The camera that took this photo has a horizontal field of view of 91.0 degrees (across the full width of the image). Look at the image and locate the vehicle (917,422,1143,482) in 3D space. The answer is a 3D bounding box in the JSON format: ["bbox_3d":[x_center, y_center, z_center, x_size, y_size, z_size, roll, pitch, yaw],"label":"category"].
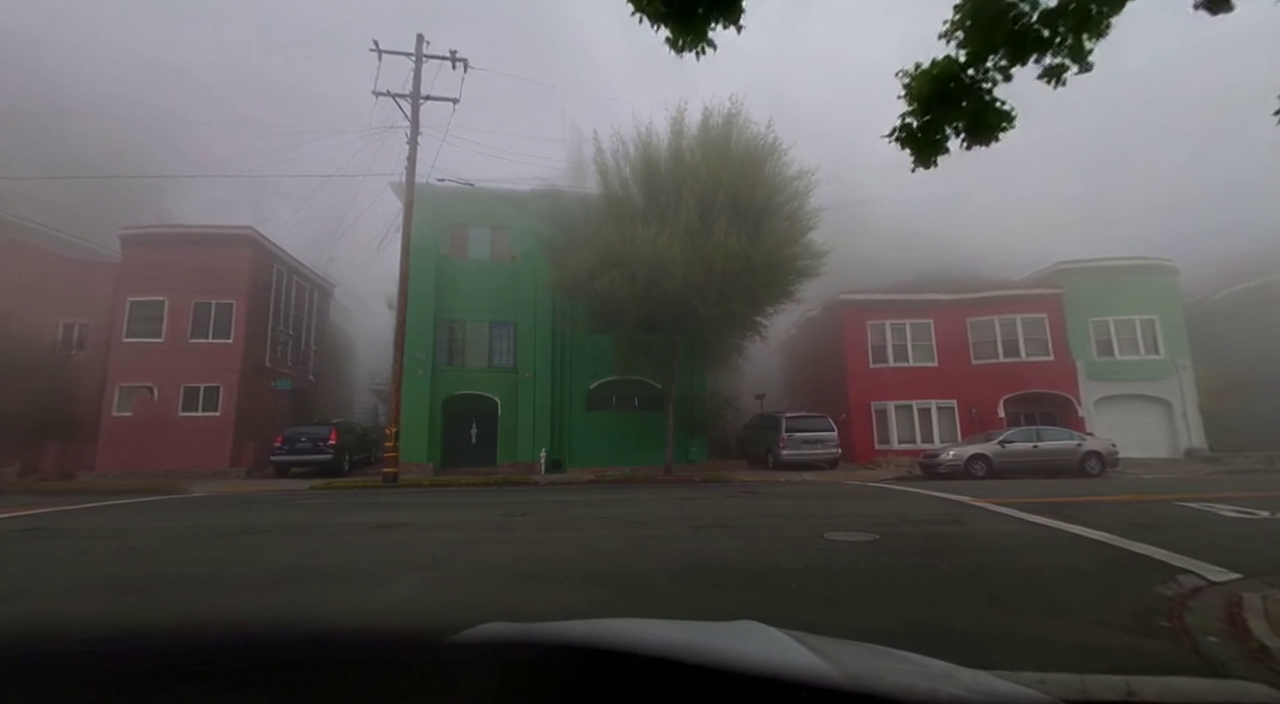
[{"bbox_3d":[10.191,2.655,16.753,4.644,1.482,1.997,0,-9,0],"label":"vehicle"}]

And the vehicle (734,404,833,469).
[{"bbox_3d":[4.536,2.711,20.648,2.081,1.891,4.367,0,-6,-2],"label":"vehicle"}]

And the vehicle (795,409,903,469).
[{"bbox_3d":[6.719,2.859,20.789,2.053,1.756,4.034,0,-8,-2],"label":"vehicle"}]

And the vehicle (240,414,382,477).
[{"bbox_3d":[-10.262,3.005,20.174,2.091,1.760,4.760,0,-8,-2],"label":"vehicle"}]
